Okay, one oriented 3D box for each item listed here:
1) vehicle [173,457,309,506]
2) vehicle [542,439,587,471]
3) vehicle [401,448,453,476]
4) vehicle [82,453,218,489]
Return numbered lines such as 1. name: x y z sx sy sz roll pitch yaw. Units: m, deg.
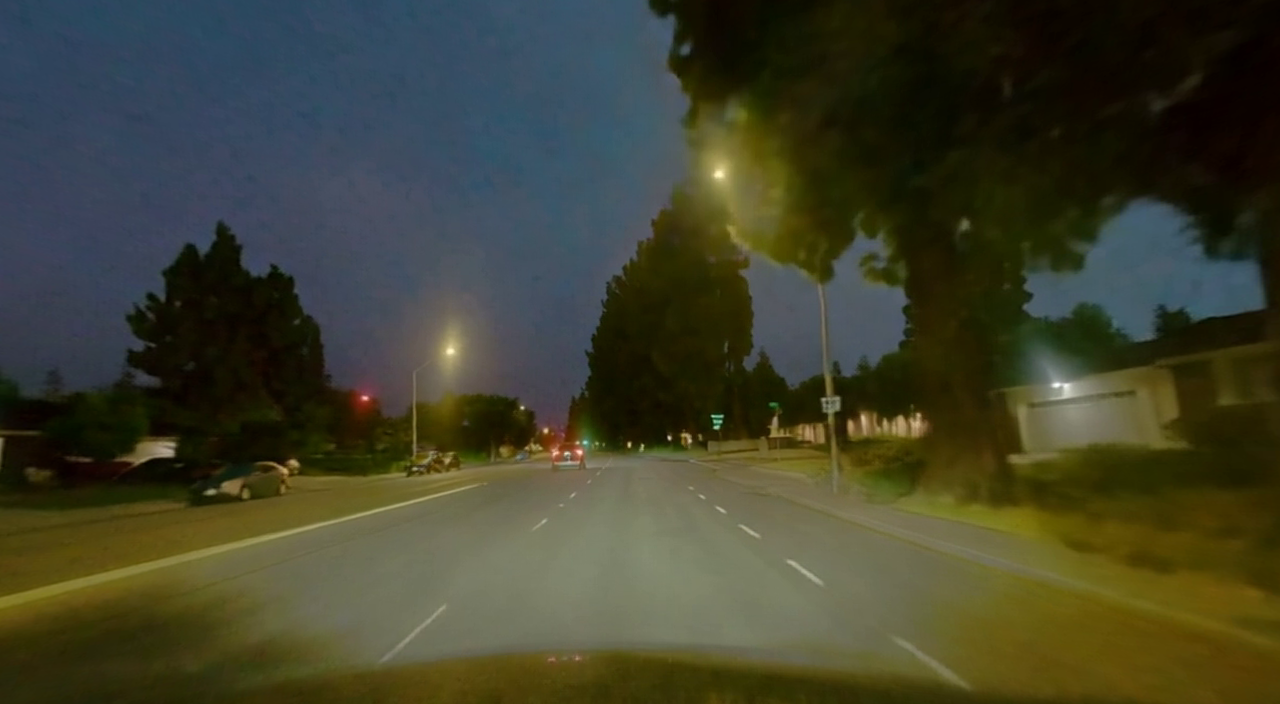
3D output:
1. vehicle: -14.277 4.638 23.022 1.900 1.494 4.730 0 -8 -1
2. vehicle: -4.338 5.993 36.998 2.135 1.731 4.232 0 -8 -1
3. vehicle: -14.541 7.529 43.378 1.966 1.760 4.604 0 -8 -1
4. vehicle: -21.724 5.261 28.114 4.669 1.464 1.879 -1 -8 5
